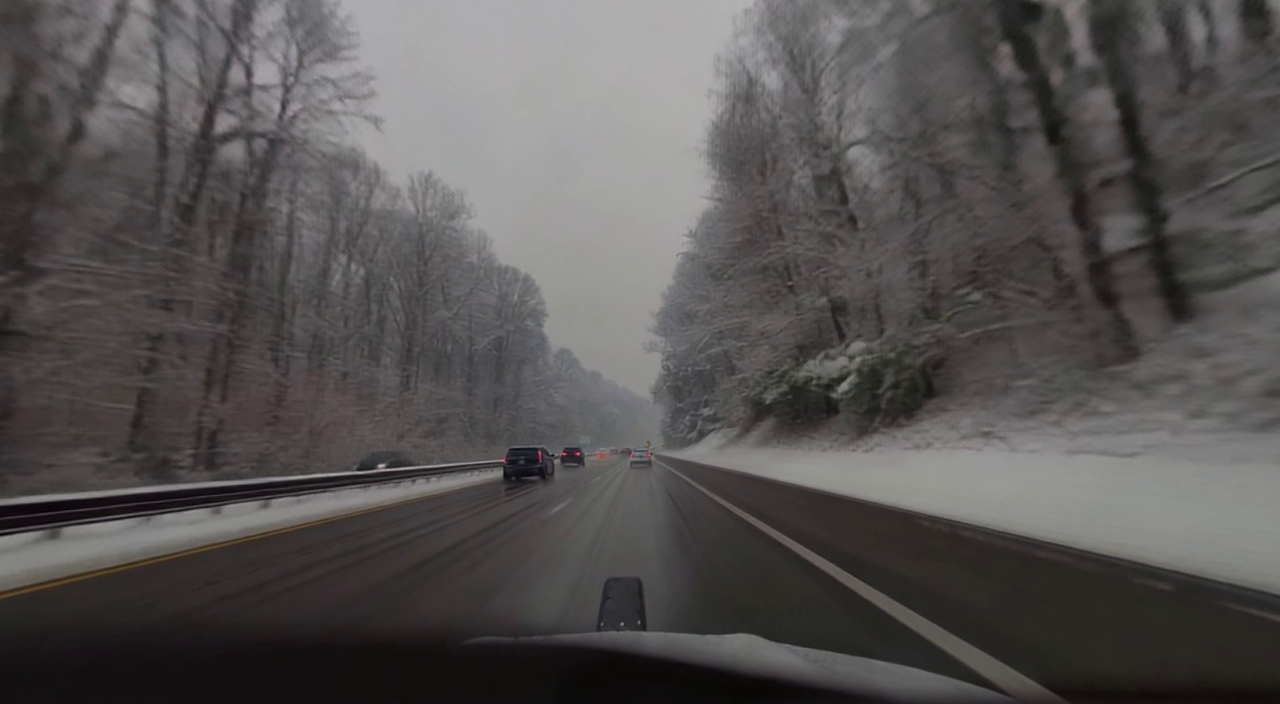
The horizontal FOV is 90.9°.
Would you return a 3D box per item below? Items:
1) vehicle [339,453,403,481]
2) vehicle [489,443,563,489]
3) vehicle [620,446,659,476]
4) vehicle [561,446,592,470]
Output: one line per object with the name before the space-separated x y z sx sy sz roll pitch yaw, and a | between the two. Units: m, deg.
vehicle | -16.027 6.870 37.803 1.811 1.537 4.569 0 -9 0
vehicle | -4.093 4.172 23.270 1.978 1.538 3.755 0 -9 1
vehicle | -0.052 5.886 34.092 2.001 1.490 3.914 0 -9 0
vehicle | -4.509 7.604 45.381 1.834 1.615 3.624 0 -9 0
